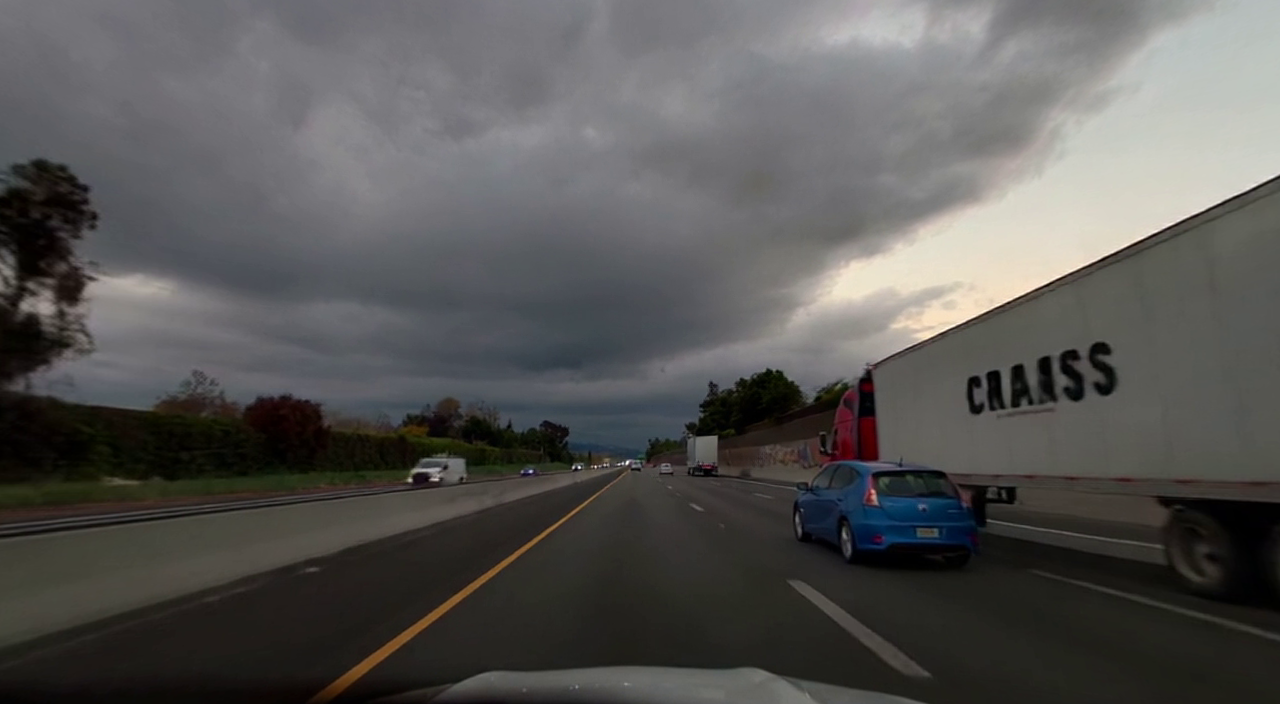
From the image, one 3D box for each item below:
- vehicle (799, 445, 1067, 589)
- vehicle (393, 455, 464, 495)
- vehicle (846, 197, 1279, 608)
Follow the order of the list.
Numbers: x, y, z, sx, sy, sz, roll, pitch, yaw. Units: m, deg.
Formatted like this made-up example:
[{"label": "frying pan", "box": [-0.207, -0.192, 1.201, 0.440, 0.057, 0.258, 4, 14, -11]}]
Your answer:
[{"label": "vehicle", "box": [3.774, 2.228, 8.973, 2.011, 1.574, 3.512, -1, -11, -1]}, {"label": "vehicle", "box": [-12.093, 7.075, 36.494, 2.385, 2.090, 4.902, 1, -10, 0]}, {"label": "vehicle", "box": [8.018, 1.378, 10.982, 3.298, 4.017, 16.824, 1, -10, 0]}]
